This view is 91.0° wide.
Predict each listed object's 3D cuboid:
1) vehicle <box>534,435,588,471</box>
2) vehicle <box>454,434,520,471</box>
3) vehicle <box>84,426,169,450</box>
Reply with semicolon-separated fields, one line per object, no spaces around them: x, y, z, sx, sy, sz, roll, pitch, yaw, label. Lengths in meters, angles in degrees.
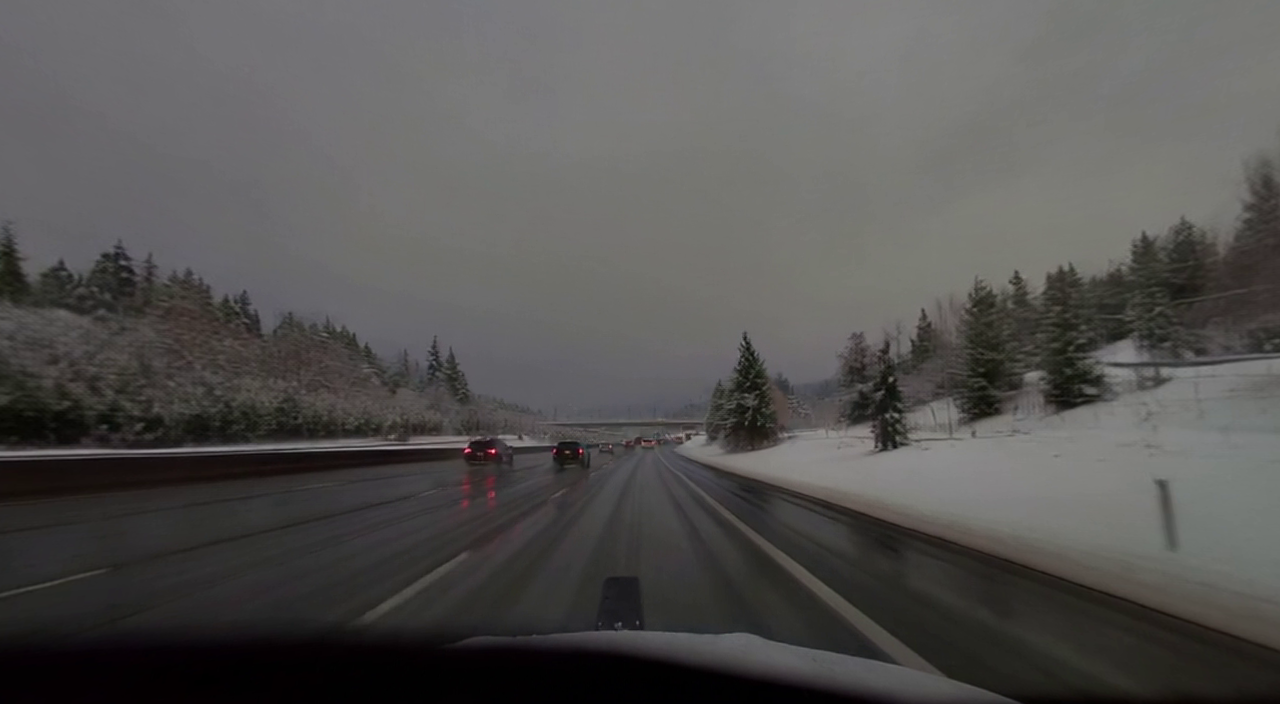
-3.932;5.116;31.936;2.035;1.673;4.469;0;-9;2;vehicle
-7.604;5.062;31.828;2.108;1.686;4.556;0;-9;1;vehicle
-33.558;5.694;41.313;1.827;1.487;4.306;0;-9;1;vehicle
